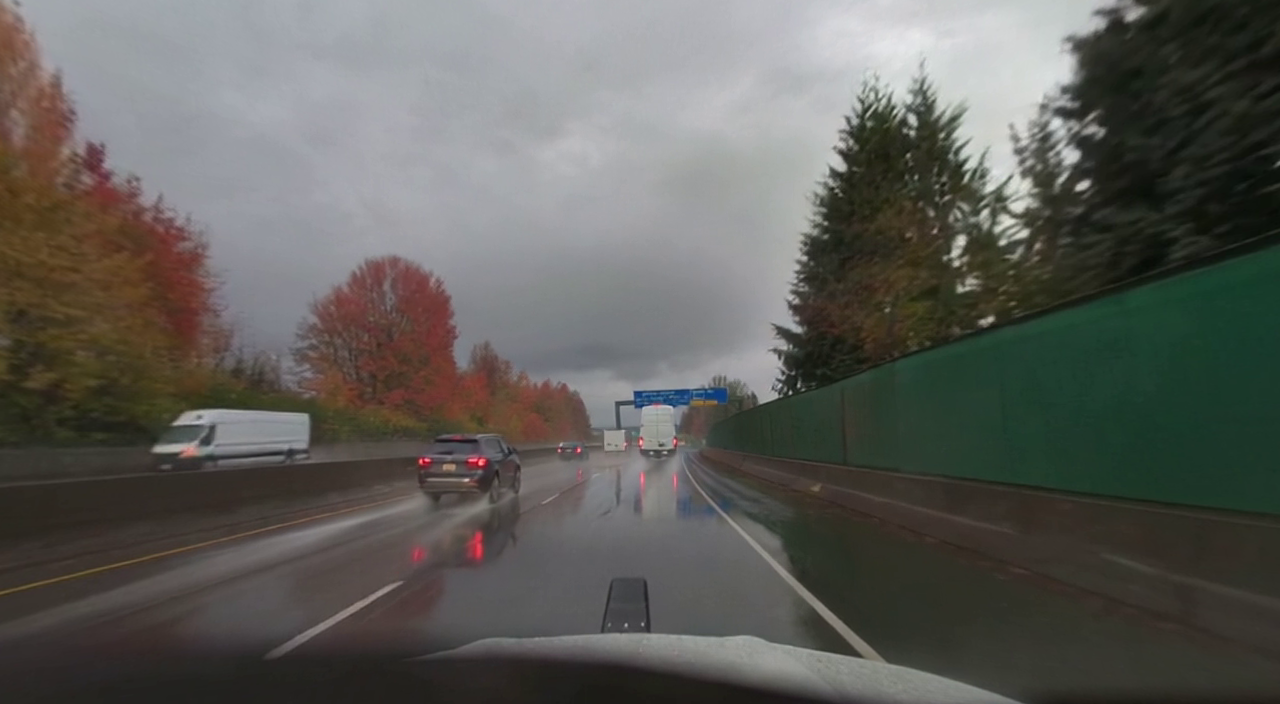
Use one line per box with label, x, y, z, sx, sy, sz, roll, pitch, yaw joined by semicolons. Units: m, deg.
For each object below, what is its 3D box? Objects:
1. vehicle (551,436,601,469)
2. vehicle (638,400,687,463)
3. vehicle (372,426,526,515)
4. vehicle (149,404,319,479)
vehicle;-3.230;5.192;32.582;1.962;1.575;4.158;0;-8;2
vehicle;1.499;5.500;42.768;2.933;3.701;10.425;0;-8;2
vehicle;-3.748;2.377;13.152;1.927;1.556;3.921;0;-8;1
vehicle;-22.421;5.098;35.862;3.009;3.625;10.321;0;-8;-2
